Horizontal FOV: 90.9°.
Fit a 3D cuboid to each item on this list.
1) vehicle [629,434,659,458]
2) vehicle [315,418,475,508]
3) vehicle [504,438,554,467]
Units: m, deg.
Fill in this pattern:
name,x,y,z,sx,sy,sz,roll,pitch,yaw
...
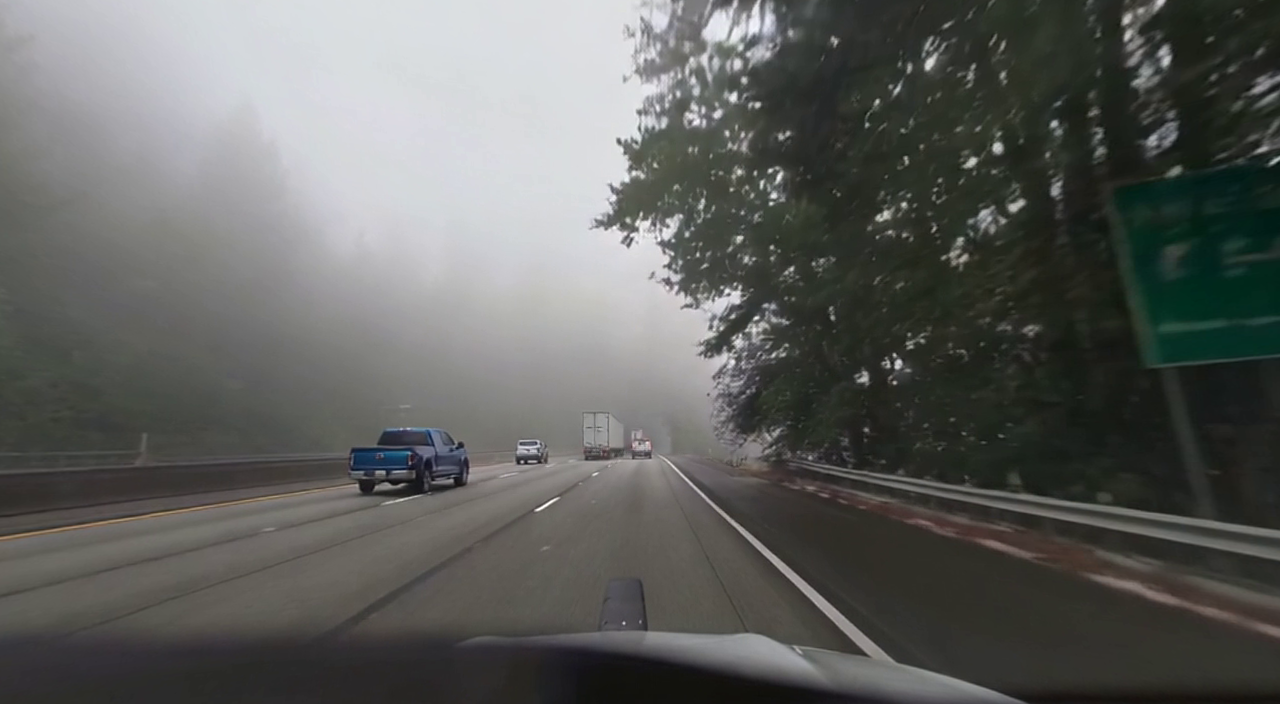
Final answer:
name,x,y,z,sx,sy,sz,roll,pitch,yaw
vehicle,0.264,6.874,46.158,2.072,1.630,4.529,0,-8,0
vehicle,-5.783,2.689,15.686,2.149,1.884,4.627,0,-8,-1
vehicle,-7.210,6.572,41.588,2.258,1.785,5.318,0,-8,1
